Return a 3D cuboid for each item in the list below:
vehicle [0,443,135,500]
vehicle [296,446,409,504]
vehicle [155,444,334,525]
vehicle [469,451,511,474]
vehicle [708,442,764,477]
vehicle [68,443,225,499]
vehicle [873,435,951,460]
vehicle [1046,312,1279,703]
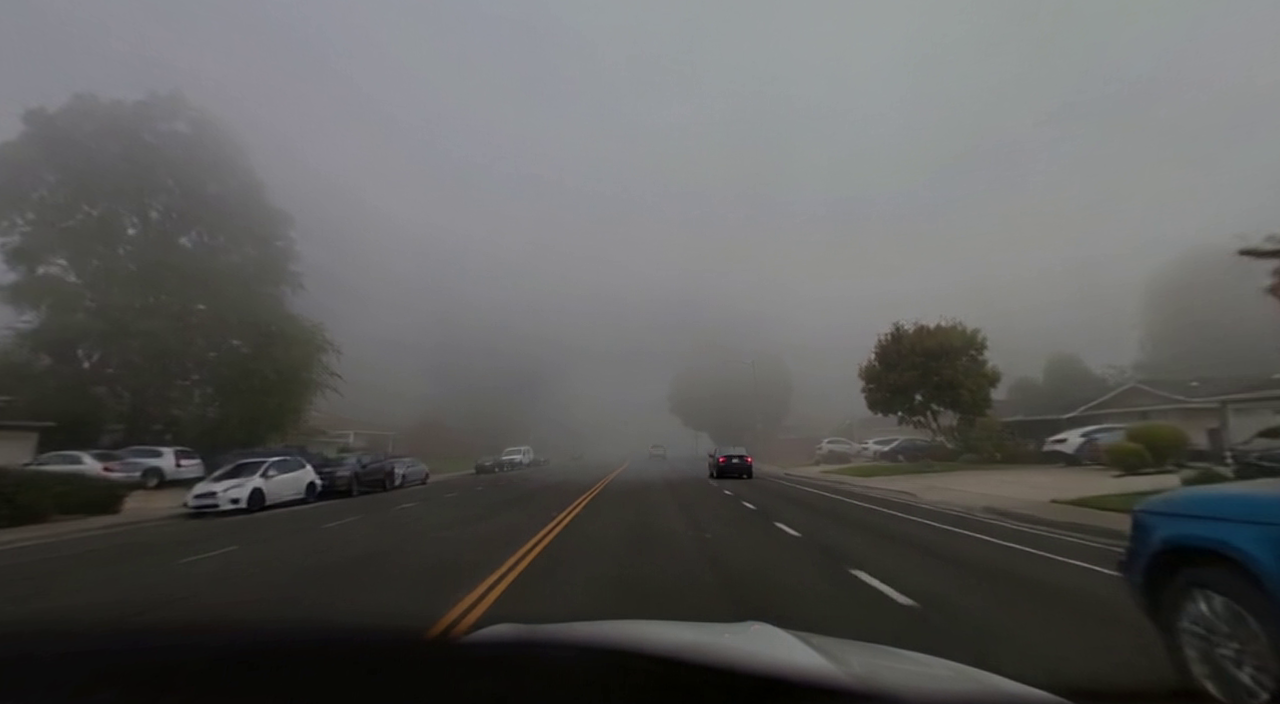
[{"bbox_3d":[-20.416,4.146,22.072,1.918,1.767,4.063,-3,-9,3],"label":"vehicle"},{"bbox_3d":[-10.586,4.501,23.614,2.231,1.736,4.630,-4,-8,-3],"label":"vehicle"},{"bbox_3d":[-10.709,3.556,17.596,2.083,1.791,4.585,-5,-9,0],"label":"vehicle"},{"bbox_3d":[-10.495,7.746,44.417,1.829,1.441,4.355,0,-9,0],"label":"vehicle"},{"bbox_3d":[4.398,4.989,29.512,1.956,1.492,4.425,0,-9,0],"label":"vehicle"},{"bbox_3d":[-17.544,4.212,22.753,1.914,1.792,4.470,-1,-9,2],"label":"vehicle"},{"bbox_3d":[17.630,6.214,40.986,4.065,1.557,2.107,0,-9,-1],"label":"vehicle"},{"bbox_3d":[4.027,0.558,1.284,2.497,1.889,5.833,0,-9,0],"label":"vehicle"}]
